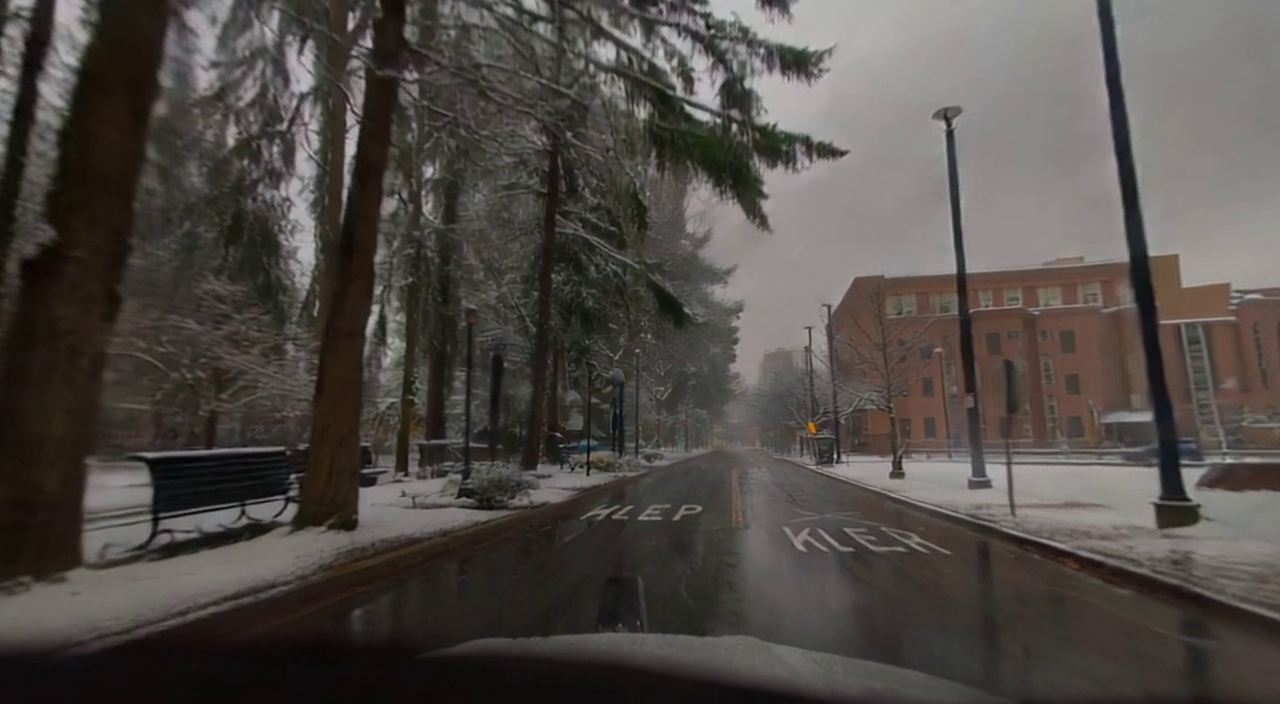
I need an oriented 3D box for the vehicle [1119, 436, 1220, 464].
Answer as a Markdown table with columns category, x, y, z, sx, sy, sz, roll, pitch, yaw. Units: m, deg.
| category | x | y | z | sx | sy | sz | roll | pitch | yaw |
| --- | --- | --- | --- | --- | --- | --- | --- | --- | --- |
| vehicle | 38.733 | 7.196 | 46.343 | 5.090 | 1.925 | 2.103 | -2 | -9 | 11 |
